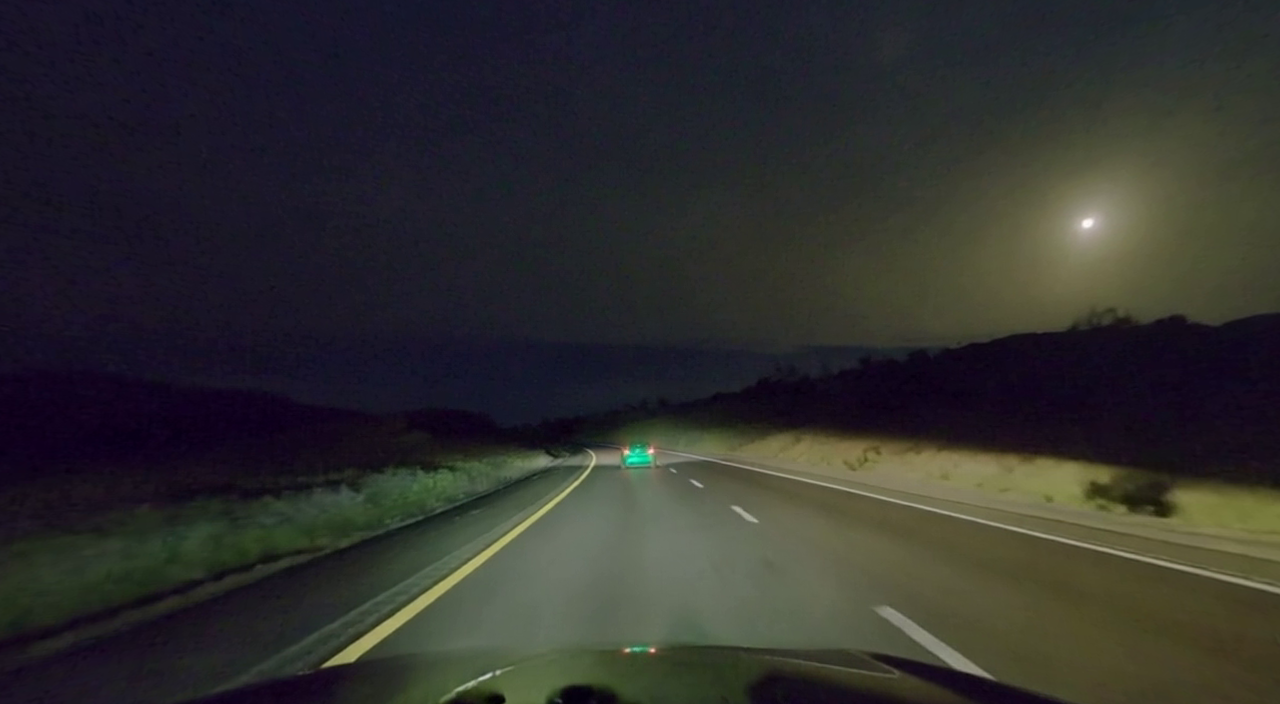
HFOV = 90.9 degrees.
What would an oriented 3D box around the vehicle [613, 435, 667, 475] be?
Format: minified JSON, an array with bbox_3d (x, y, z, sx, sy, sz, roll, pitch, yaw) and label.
[{"bbox_3d":[-0.078,4.210,25.984,2.029,1.474,4.183,0,-8,-2],"label":"vehicle"}]
